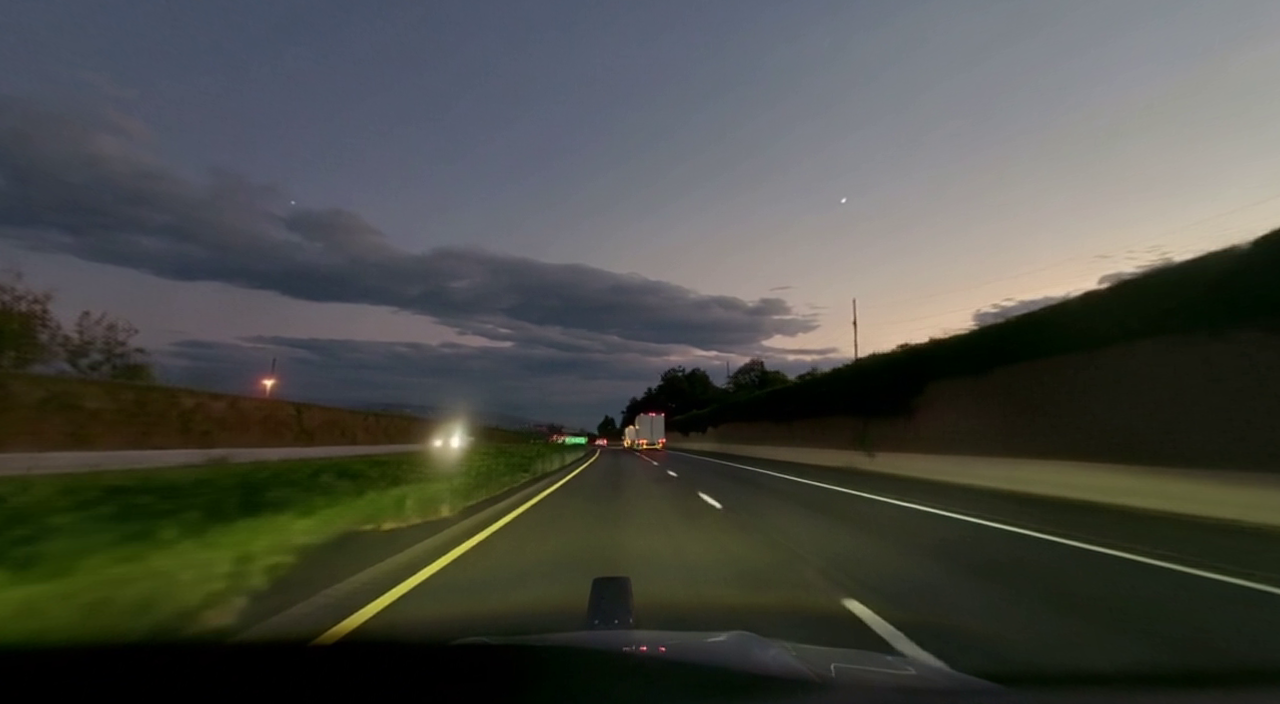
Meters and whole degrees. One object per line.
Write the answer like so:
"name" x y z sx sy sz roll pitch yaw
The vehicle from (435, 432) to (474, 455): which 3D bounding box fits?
"vehicle" -13.870 6.852 47.187 1.829 1.570 4.180 0 -8 -2
